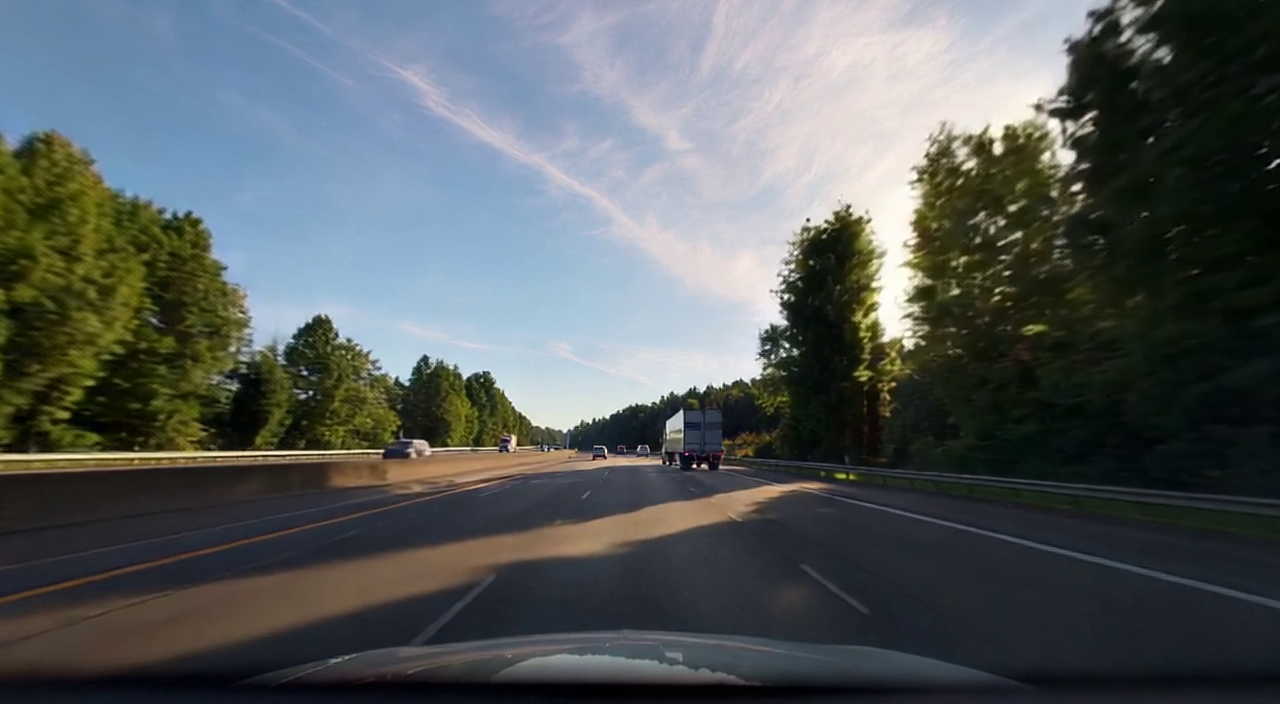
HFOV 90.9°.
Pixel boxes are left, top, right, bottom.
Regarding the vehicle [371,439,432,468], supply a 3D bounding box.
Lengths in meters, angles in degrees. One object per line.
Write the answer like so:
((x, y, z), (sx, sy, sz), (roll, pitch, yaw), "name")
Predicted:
((-13.296, 5.703, 35.403), (1.896, 1.520, 4.043), (0, -9, -2), "vehicle")

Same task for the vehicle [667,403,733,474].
((3.741, 6.005, 42.999), (2.950, 4.033, 13.276), (0, -9, -1), "vehicle")
